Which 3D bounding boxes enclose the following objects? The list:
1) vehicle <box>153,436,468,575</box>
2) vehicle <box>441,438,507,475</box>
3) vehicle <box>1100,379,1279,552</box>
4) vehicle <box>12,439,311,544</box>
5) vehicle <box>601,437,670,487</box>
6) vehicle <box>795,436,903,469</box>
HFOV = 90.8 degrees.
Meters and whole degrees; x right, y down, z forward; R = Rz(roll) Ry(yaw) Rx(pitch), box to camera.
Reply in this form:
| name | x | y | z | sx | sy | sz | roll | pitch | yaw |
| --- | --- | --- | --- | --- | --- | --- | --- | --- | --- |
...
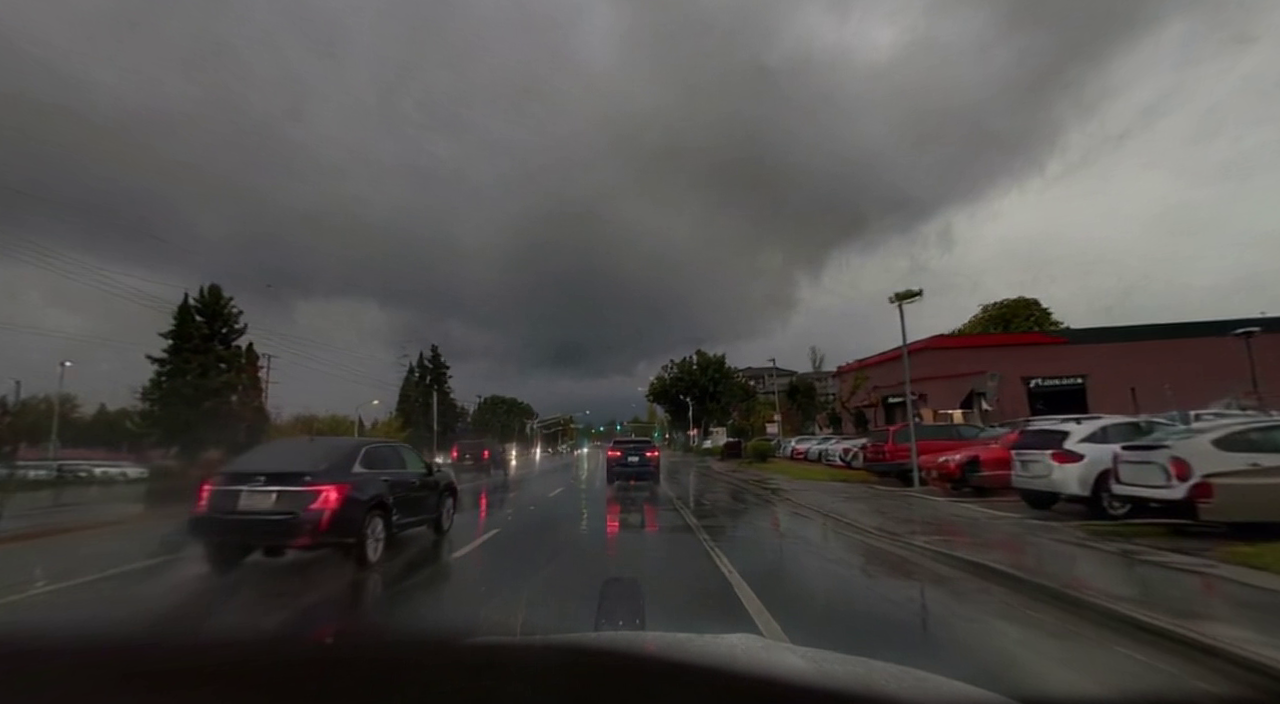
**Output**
| name | x | y | z | sx | sy | sz | roll | pitch | yaw |
| --- | --- | --- | --- | --- | --- | --- | --- | --- | --- |
| vehicle | -4.159 | 1.991 | 9.164 | 1.973 | 1.456 | 4.850 | 0 | -8 | 0 |
| vehicle | -8.109 | 5.147 | 31.292 | 2.038 | 1.649 | 4.665 | 0 | -8 | 0 |
| vehicle | 9.058 | 1.086 | 7.459 | 5.501 | 1.720 | 2.257 | -4 | -8 | -4 |
| vehicle | -7.896 | 2.292 | 11.109 | 2.009 | 1.470 | 4.179 | 0 | -8 | -1 |
| vehicle | -0.196 | 3.575 | 20.786 | 2.061 | 1.469 | 3.954 | 0 | -8 | -2 |
| vehicle | 10.164 | 4.909 | 30.945 | 4.619 | 1.523 | 1.873 | 0 | -8 | 2 |
